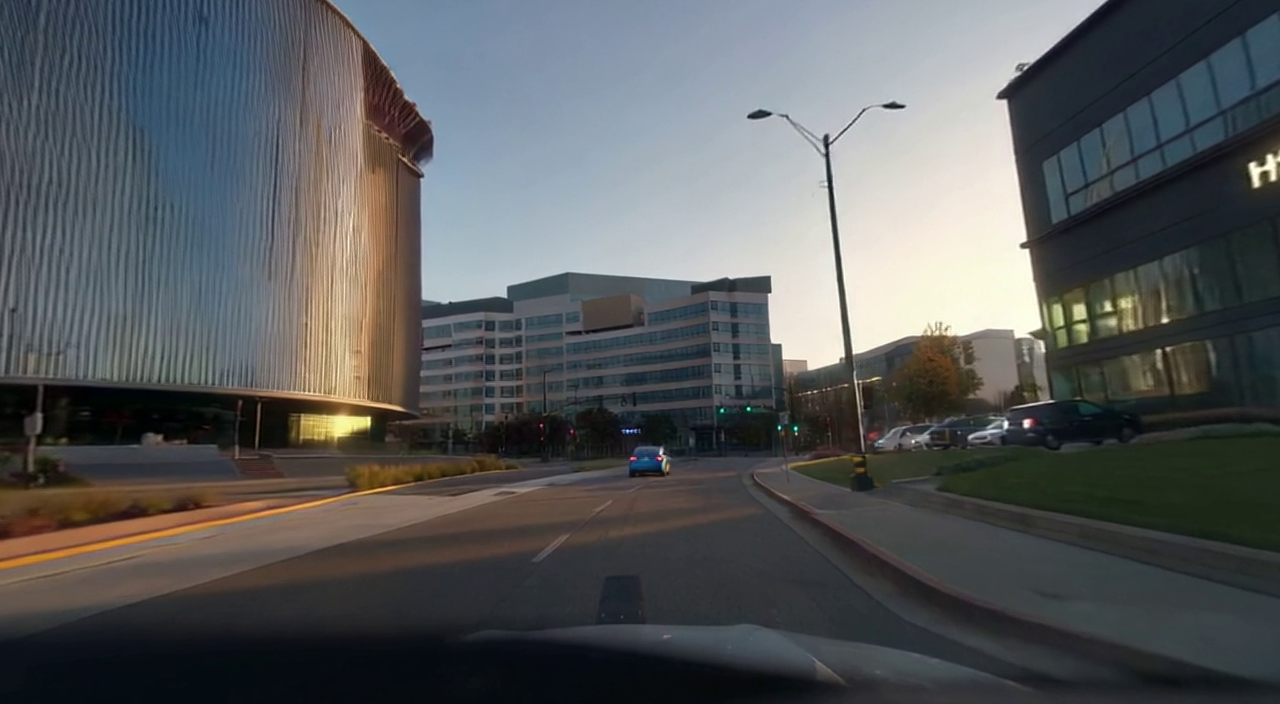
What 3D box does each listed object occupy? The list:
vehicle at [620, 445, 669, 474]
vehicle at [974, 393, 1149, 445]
[{"bbox_3d":[0.335,6.030,35.543,1.971,1.486,4.380,-2,-9,11],"label":"vehicle"},{"bbox_3d":[14.653,2.402,22.139,4.586,1.716,1.992,-1,-9,5],"label":"vehicle"}]
